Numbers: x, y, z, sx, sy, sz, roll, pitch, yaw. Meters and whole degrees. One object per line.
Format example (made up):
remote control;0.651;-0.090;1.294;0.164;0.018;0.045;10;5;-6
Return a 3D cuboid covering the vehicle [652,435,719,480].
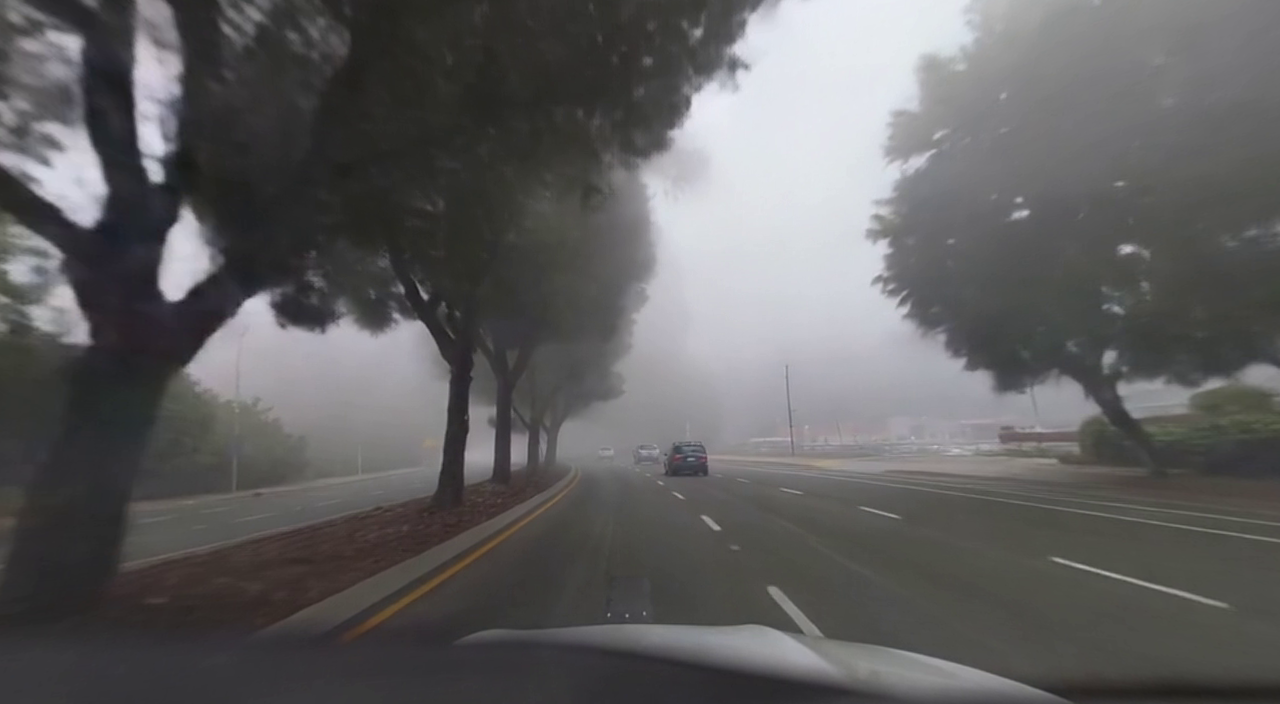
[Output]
vehicle;1.849;4.509;27.194;2.253;1.756;4.313;0;-8;-4
